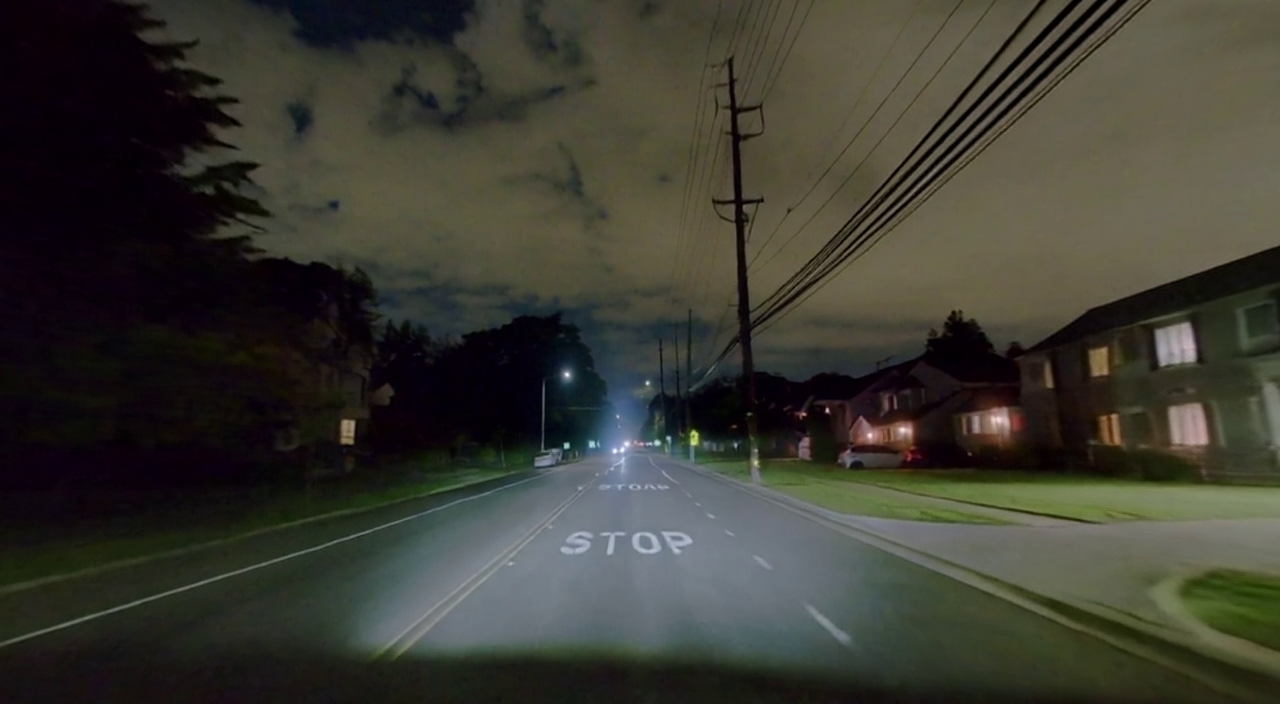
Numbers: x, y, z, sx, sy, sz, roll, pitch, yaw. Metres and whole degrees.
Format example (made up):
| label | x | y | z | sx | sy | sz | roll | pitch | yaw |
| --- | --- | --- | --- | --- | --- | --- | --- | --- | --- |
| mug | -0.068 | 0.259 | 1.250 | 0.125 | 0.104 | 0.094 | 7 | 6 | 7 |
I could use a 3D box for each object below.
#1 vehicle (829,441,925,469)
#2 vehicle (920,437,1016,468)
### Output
| label | x | y | z | sx | sy | sz | roll | pitch | yaw |
| --- | --- | --- | --- | --- | --- | --- | --- | --- | --- |
| vehicle | 13.584 | 5.925 | 36.383 | 4.624 | 1.420 | 2.045 | -1 | -9 | -5 |
| vehicle | 18.814 | 5.747 | 36.383 | 4.362 | 1.480 | 1.903 | -3 | -7 | 0 |
